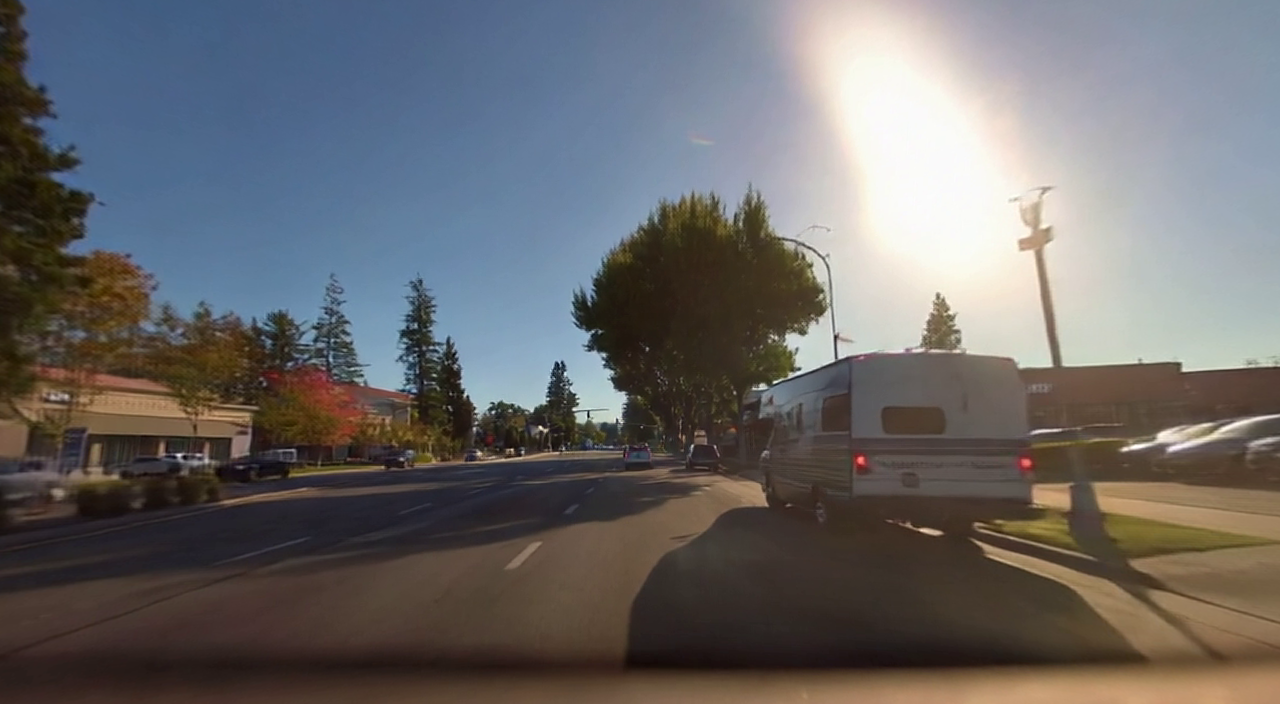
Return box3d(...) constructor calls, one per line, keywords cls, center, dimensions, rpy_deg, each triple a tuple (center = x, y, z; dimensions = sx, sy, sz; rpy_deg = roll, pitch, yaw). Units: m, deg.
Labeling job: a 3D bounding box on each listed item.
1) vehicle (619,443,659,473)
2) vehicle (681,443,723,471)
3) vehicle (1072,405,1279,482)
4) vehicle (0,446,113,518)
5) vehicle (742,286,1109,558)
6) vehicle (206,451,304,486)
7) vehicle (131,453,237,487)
box3d(cls="vehicle", center=(-0.094, 5.925, 35.463), dimensions=(2.103, 1.506, 4.742), rpy_deg=(0, -9, -1))
box3d(cls="vehicle", center=(3.887, 6.692, 40.385), dimensions=(2.060, 1.611, 4.675), rpy_deg=(0, -9, -2))
box3d(cls="vehicle", center=(14.110, 2.405, 16.512), dimensions=(4.312, 1.647, 1.921), rpy_deg=(-9, -10, 29))
box3d(cls="vehicle", center=(-14.801, 2.926, 14.339), dimensions=(2.028, 1.535, 4.217), rpy_deg=(0, -9, 0))
box3d(cls="vehicle", center=(4.004, 1.429, 11.491), dimensions=(2.924, 3.250, 7.780), rpy_deg=(-1, -9, 0))
box3d(cls="vehicle", center=(-18.091, 5.461, 29.978), dimensions=(1.889, 1.507, 4.388), rpy_deg=(0, -9, 0))
box3d(cls="vehicle", center=(-25.437, 6.568, 35.579), dimensions=(2.013, 1.744, 5.354), rpy_deg=(0, -9, -1))
